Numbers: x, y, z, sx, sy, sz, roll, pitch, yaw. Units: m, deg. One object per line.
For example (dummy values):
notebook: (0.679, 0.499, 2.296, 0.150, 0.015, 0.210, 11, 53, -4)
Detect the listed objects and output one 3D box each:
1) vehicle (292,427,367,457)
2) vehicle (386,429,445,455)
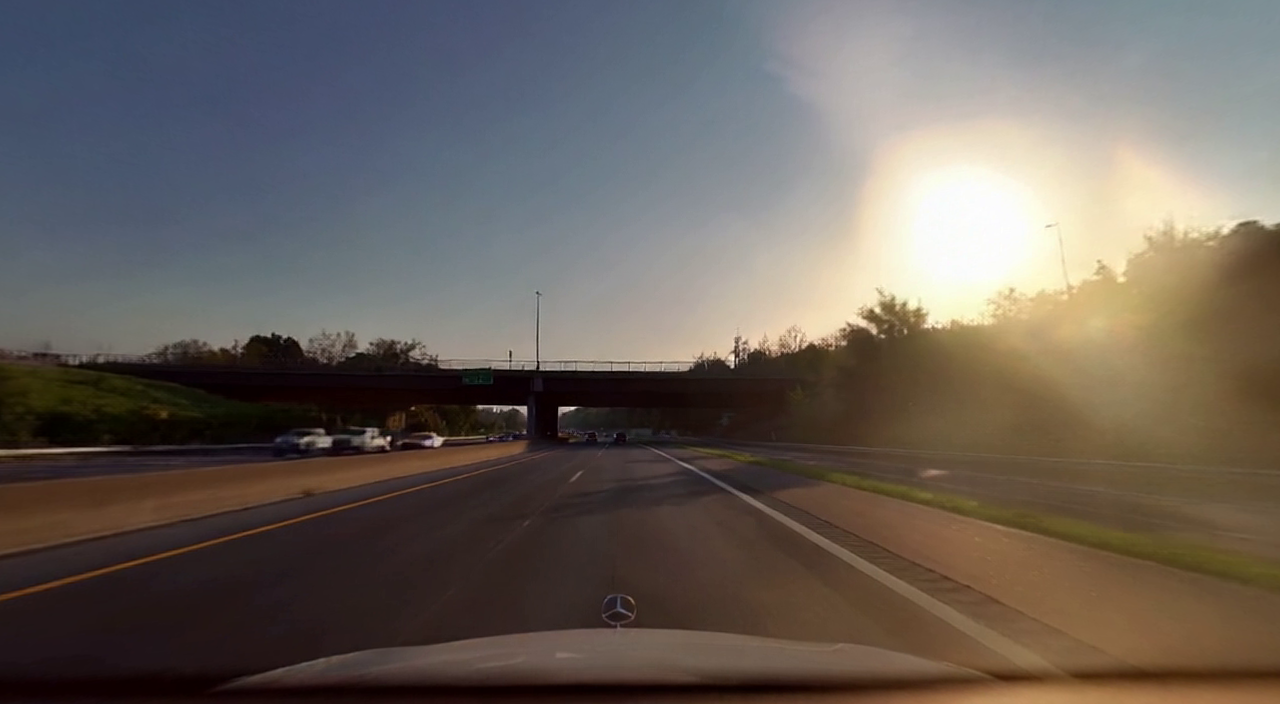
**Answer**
vehicle: (-17.446, 5.093, 35.625, 2.020, 1.560, 4.520, 0, -8, -1)
vehicle: (-13.888, 5.596, 39.199, 1.946, 1.529, 4.955, 0, -8, -1)
